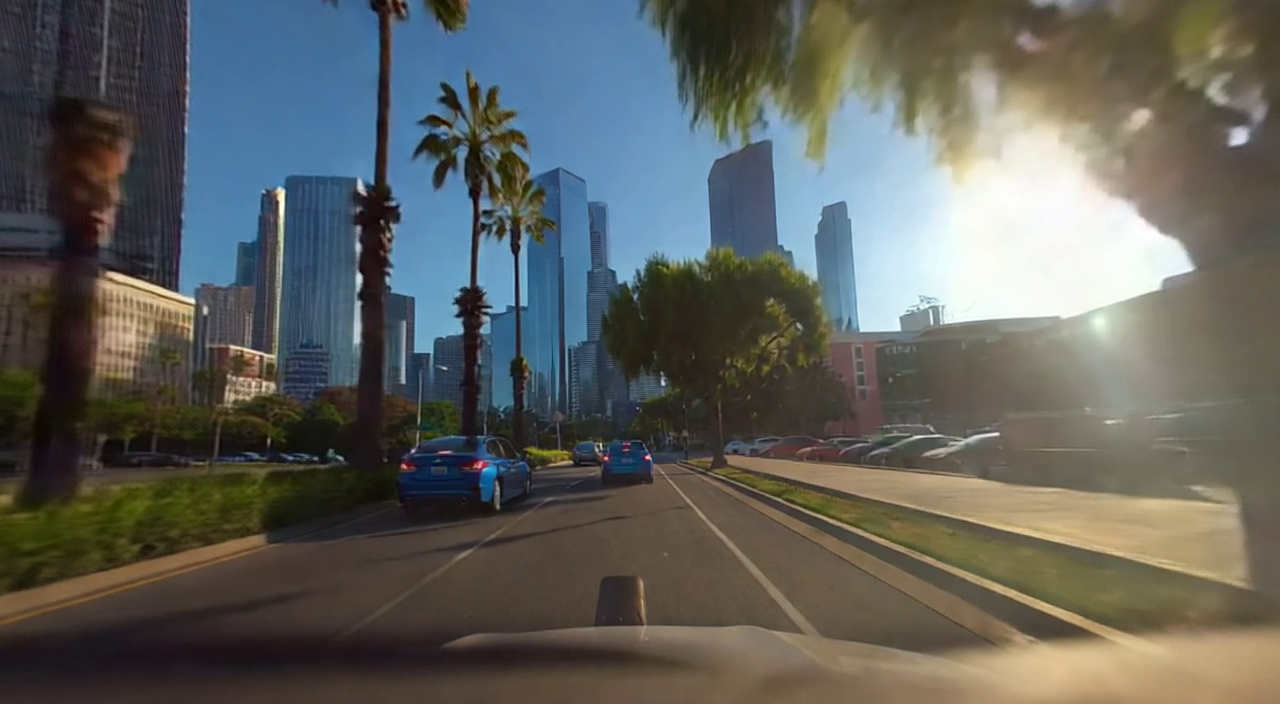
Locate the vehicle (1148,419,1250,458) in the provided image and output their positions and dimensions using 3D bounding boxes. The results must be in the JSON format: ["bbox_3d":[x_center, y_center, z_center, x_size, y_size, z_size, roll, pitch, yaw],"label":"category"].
[{"bbox_3d":[26.478,4.160,30.156,1.982,1.694,4.676,-3,-9,20],"label":"vehicle"}]

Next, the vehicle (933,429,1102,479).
[{"bbox_3d":[13.274,3.599,22.395,4.749,1.522,1.905,-1,-9,-3],"label":"vehicle"}]

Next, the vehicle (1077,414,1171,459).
[{"bbox_3d":[23.663,4.201,31.163,2.288,1.984,5.526,-4,-9,23],"label":"vehicle"}]

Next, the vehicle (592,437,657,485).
[{"bbox_3d":[-0.480,3.634,21.331,2.004,1.465,3.713,0,-9,0],"label":"vehicle"}]

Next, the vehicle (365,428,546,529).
[{"bbox_3d":[-3.210,2.304,12.079,2.071,1.544,4.383,0,-9,1],"label":"vehicle"}]
